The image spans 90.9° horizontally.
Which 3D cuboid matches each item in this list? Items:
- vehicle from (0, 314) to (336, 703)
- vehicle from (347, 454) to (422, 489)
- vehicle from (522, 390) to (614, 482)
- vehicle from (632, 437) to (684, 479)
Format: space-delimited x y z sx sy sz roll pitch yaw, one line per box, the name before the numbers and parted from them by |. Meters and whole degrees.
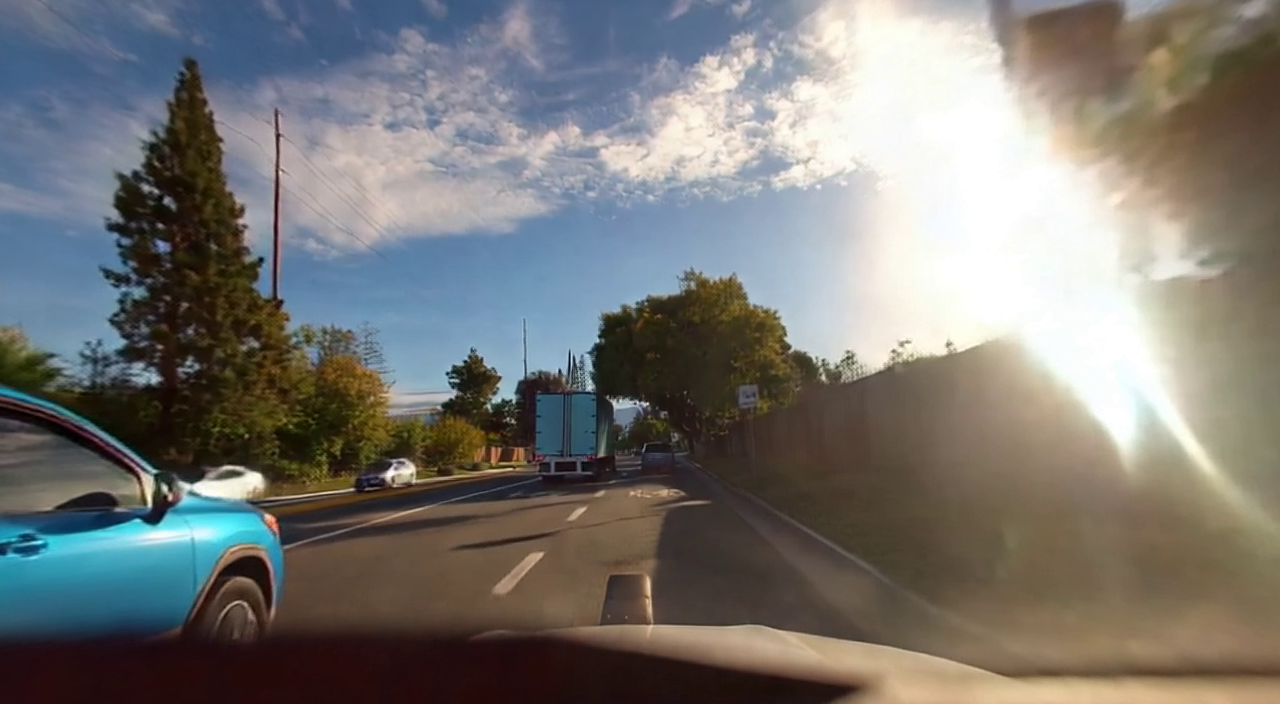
vehicle | -3.283 0.793 2.212 2.093 1.832 4.508 0 -9 1
vehicle | -14.090 6.583 35.095 2.123 1.789 4.609 0 -9 2
vehicle | -3.085 4.050 29.876 2.928 3.658 8.980 0 -9 2
vehicle | 0.786 4.732 28.311 2.174 1.749 4.113 0 -9 1
